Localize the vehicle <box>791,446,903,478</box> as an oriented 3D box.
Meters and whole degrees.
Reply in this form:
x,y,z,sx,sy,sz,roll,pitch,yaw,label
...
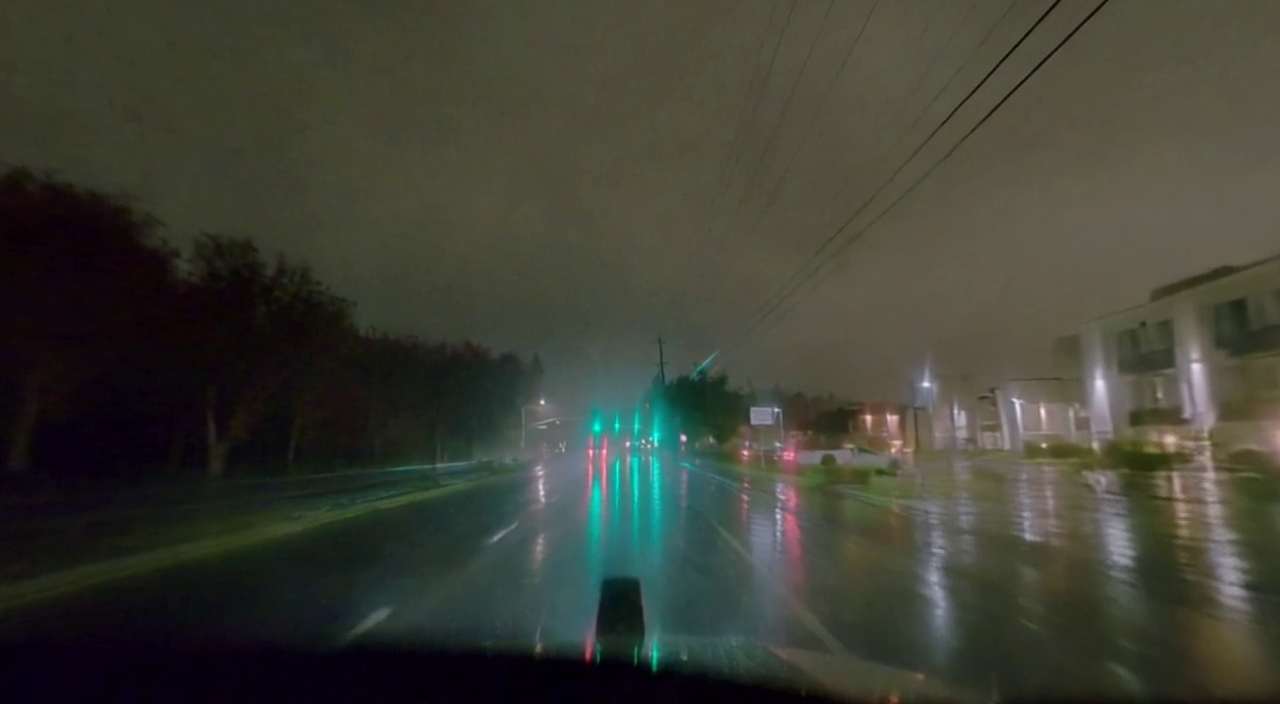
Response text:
x,y,z,sx,sy,sz,roll,pitch,yaw,label
9.597,5.109,29.513,4.466,1.440,2.091,1,-9,-5,vehicle

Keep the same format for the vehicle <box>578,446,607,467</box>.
x,y,z,sx,sy,sz,roll,pitch,yaw,label
-3.647,8.101,49.261,2.030,1.550,3.925,0,-9,0,vehicle

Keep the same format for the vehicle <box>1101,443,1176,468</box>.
x,y,z,sx,sy,sz,roll,pitch,yaw,label
33.703,6.981,42.857,1.852,1.604,3.693,1,-9,-5,vehicle

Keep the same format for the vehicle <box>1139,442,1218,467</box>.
x,y,z,sx,sy,sz,roll,pitch,yaw,label
36.339,6.931,42.739,1.767,1.614,3.791,1,-9,-6,vehicle
